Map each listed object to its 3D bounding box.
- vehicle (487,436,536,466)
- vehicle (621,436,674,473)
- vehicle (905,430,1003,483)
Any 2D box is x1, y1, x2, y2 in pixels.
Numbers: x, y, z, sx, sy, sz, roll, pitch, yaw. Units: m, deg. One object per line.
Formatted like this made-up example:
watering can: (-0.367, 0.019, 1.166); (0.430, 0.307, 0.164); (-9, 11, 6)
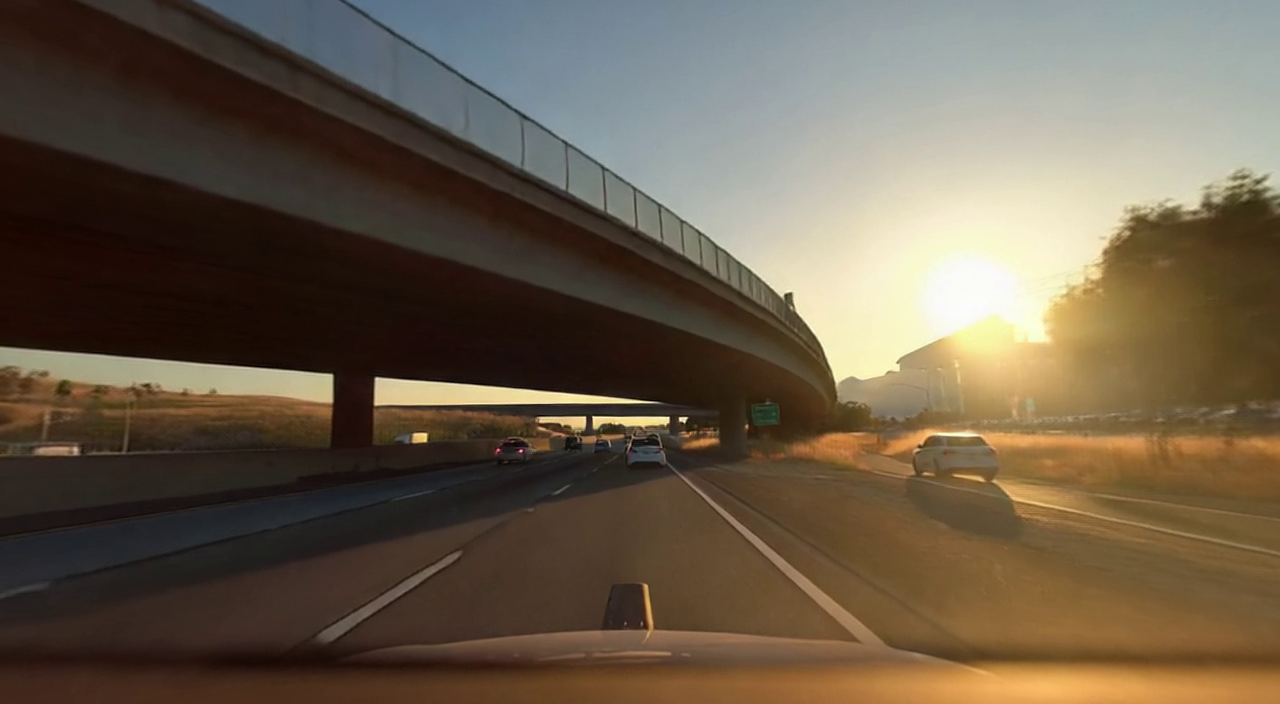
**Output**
vehicle: (-7.679, 5.953, 38.132); (2.067, 1.682, 4.388); (0, -9, 0)
vehicle: (0.263, 4.494, 27.757); (2.145, 1.493, 4.146); (0, -9, -1)
vehicle: (12.021, 4.010, 24.510); (2.095, 1.674, 4.530); (3, -8, 8)
